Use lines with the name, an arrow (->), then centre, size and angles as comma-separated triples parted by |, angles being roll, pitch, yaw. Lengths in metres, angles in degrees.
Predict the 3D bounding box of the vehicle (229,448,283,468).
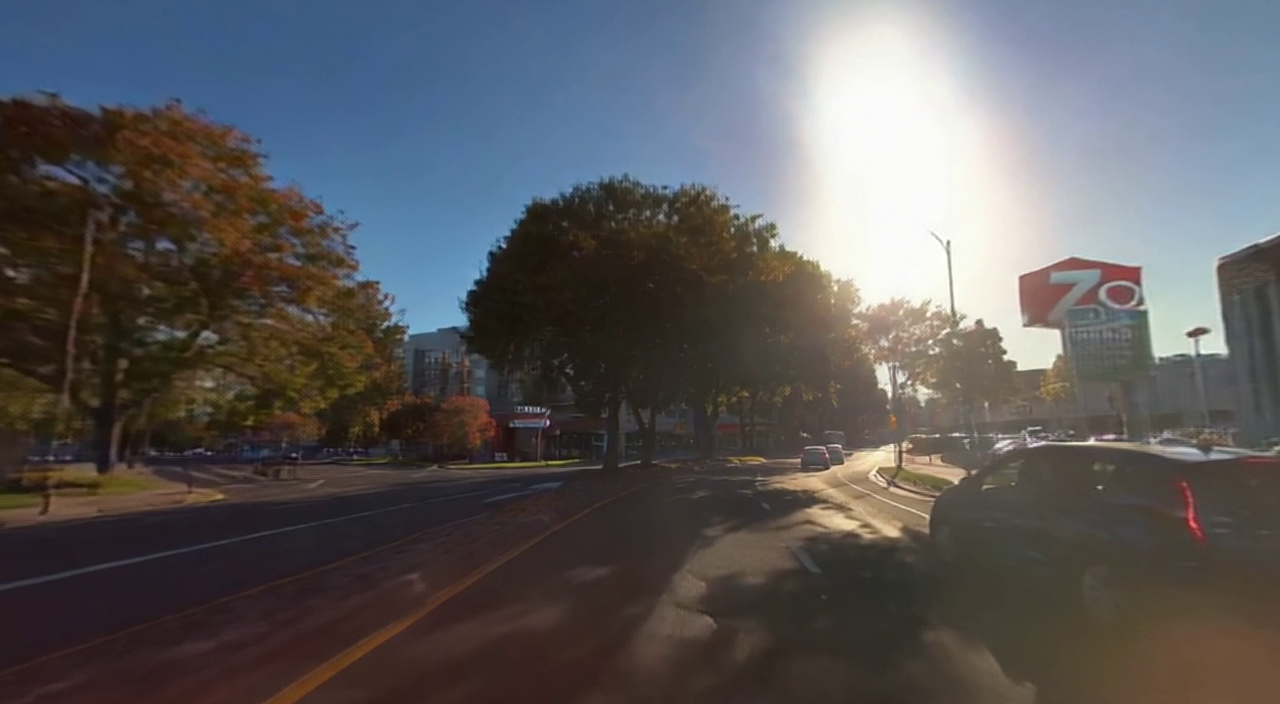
vehicle -> -29.703, 8.182, 48.829 | 1.779, 1.458, 4.279 | 1, -9, -5

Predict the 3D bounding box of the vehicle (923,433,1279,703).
vehicle -> 4.421, 1.496, 5.525 | 1.938, 1.466, 4.434 | 0, -9, 2

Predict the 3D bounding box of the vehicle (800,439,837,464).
vehicle -> 12.909, 7.160, 45.397 | 2.311, 1.715, 4.287 | -3, -9, 18
